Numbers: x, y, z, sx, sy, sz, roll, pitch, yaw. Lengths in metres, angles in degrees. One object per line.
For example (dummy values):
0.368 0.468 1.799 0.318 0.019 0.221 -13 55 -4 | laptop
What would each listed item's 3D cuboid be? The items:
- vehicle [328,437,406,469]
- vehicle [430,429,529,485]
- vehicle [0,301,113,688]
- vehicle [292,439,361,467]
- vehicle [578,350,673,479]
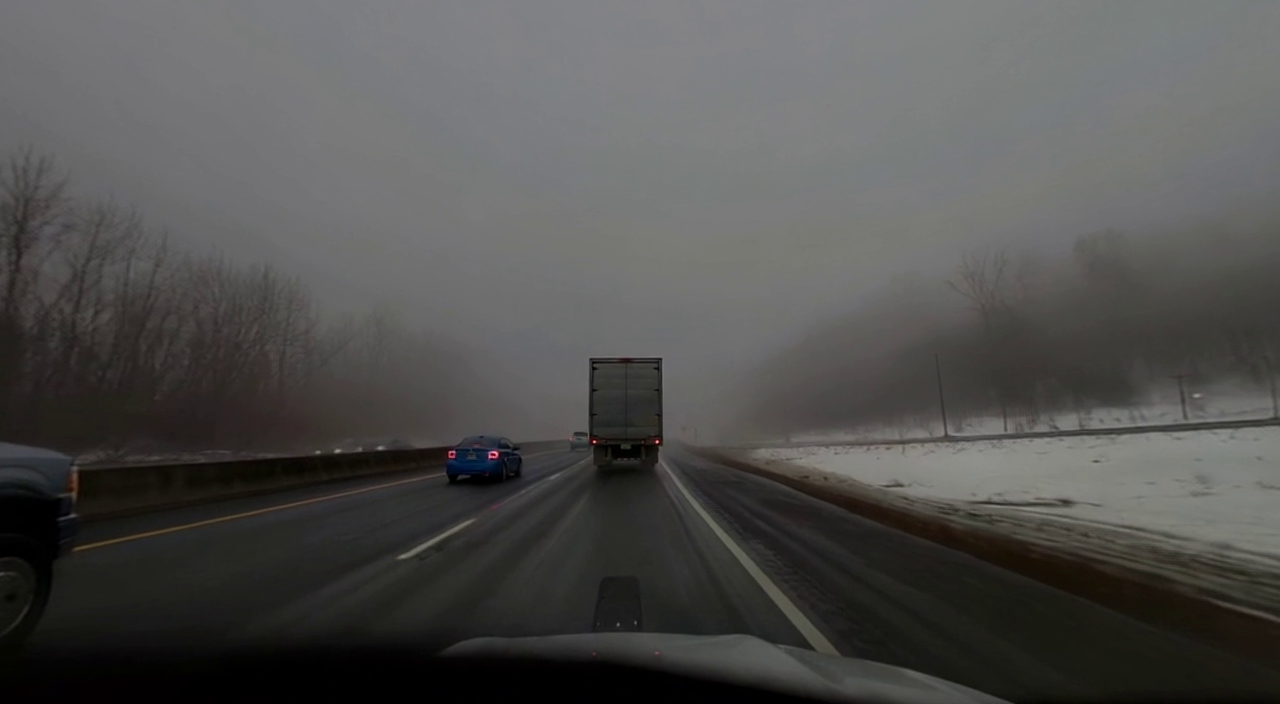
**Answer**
-14.315 5.280 33.308 1.960 1.555 4.728 0 -8 1 | vehicle
-4.843 3.212 19.664 1.931 1.539 4.441 0 -8 -1 | vehicle
-4.372 0.485 1.365 2.168 1.985 4.952 0 -8 -1 | vehicle
-18.238 5.865 36.765 1.823 1.500 4.194 0 -8 0 | vehicle
-0.527 2.617 24.857 2.953 4.041 10.072 0 -8 -1 | vehicle
